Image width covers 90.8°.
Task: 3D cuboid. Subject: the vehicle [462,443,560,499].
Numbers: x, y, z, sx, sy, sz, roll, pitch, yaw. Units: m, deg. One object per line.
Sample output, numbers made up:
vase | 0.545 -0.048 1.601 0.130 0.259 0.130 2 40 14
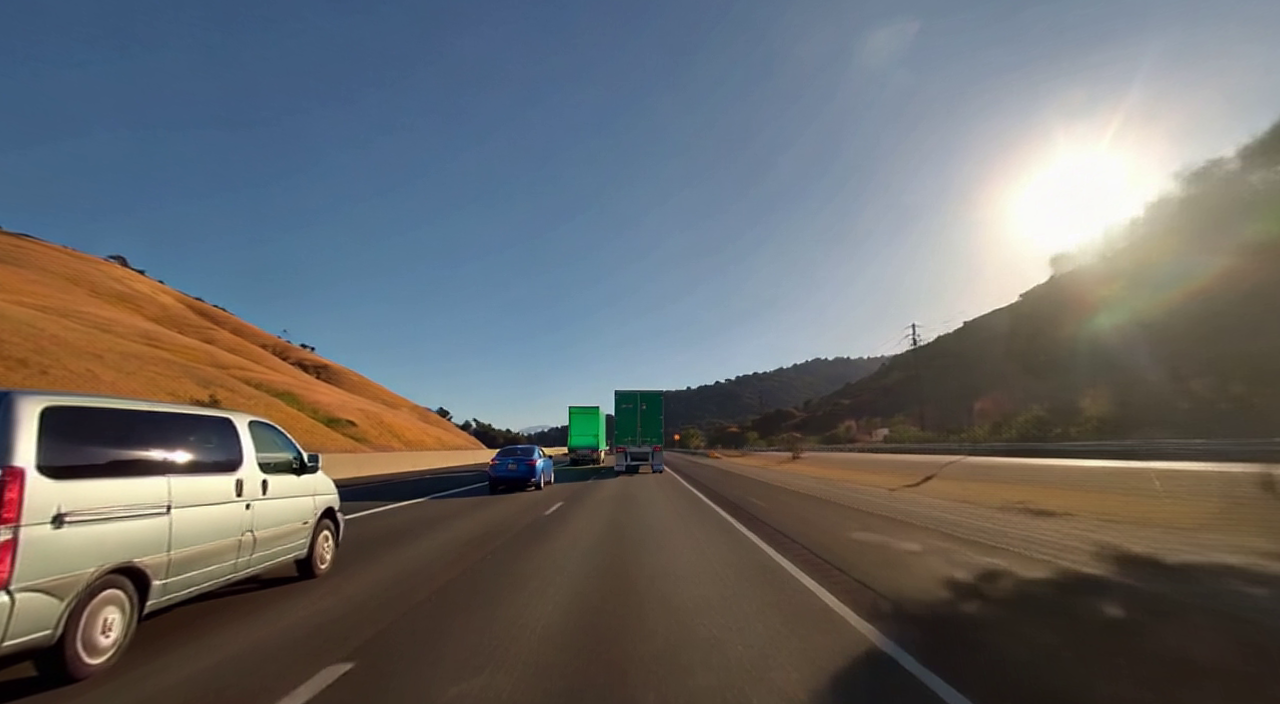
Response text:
vehicle | -3.636 3.417 18.650 1.950 1.446 4.224 0 -8 1

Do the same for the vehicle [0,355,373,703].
vehicle | -4.160 1.156 4.706 2.136 1.779 4.875 0 -8 1

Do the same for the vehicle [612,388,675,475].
vehicle | 0.297 4.452 34.504 2.913 3.988 10.874 0 -8 1
